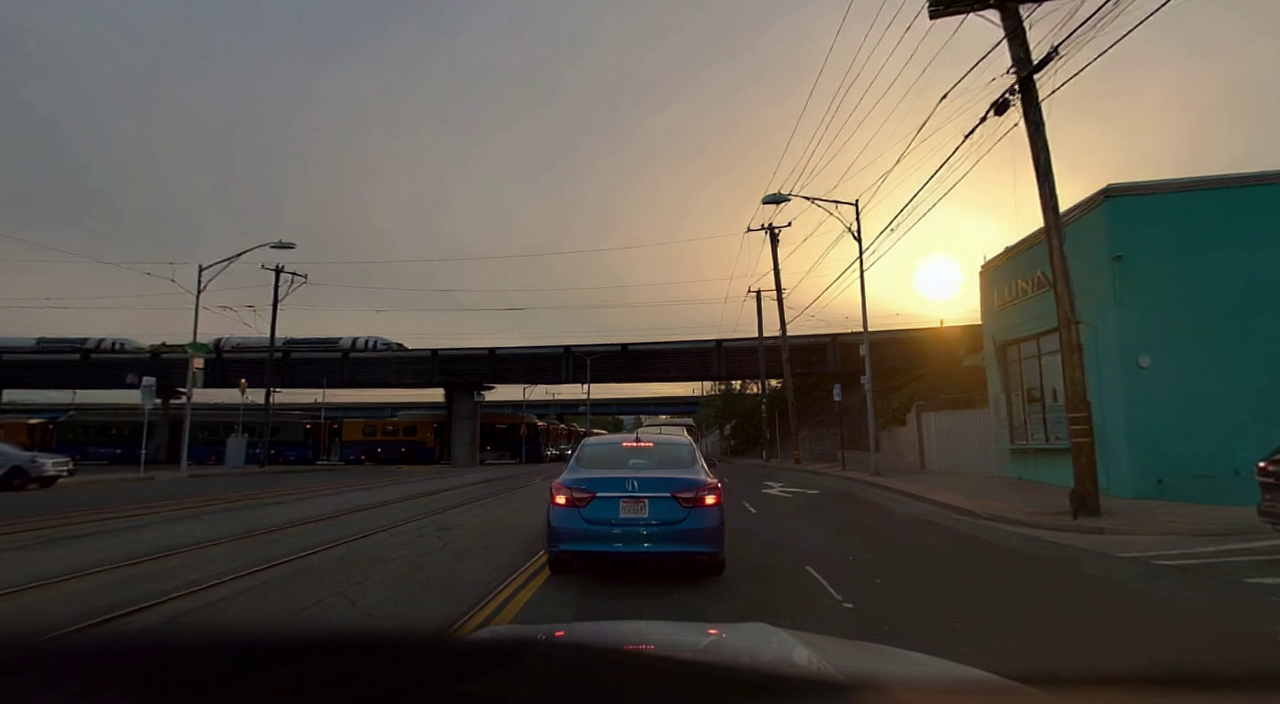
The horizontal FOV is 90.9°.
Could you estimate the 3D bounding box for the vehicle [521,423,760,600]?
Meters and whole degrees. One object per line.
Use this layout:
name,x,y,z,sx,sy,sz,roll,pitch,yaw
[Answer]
vehicle,0.091,1.706,7.608,2.090,1.518,4.033,-1,-9,3

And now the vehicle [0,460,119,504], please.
vehicle,-21.947,4.678,22.818,4.566,1.453,1.935,-1,-9,5
